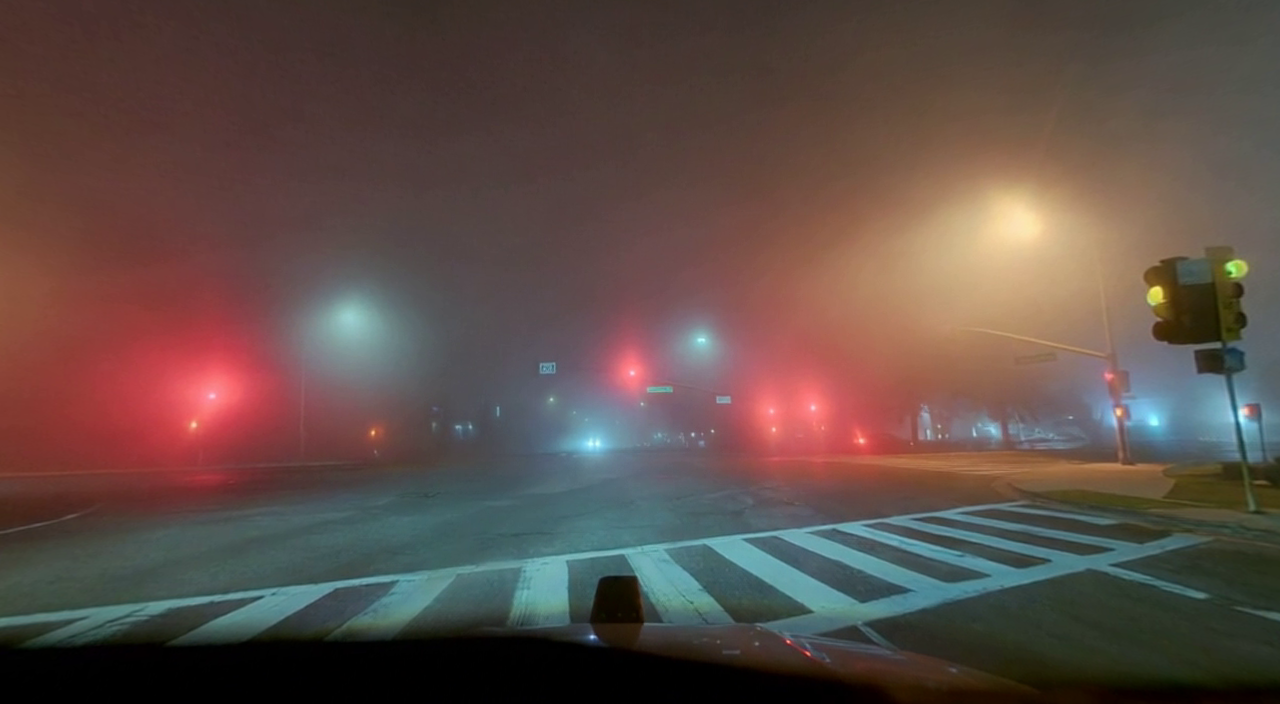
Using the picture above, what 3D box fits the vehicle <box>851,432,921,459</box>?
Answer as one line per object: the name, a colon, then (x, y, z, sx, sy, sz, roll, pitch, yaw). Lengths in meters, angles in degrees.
vehicle: (17.611, 6.701, 45.254, 4.600, 1.783, 1.970, 4, -10, -26)
